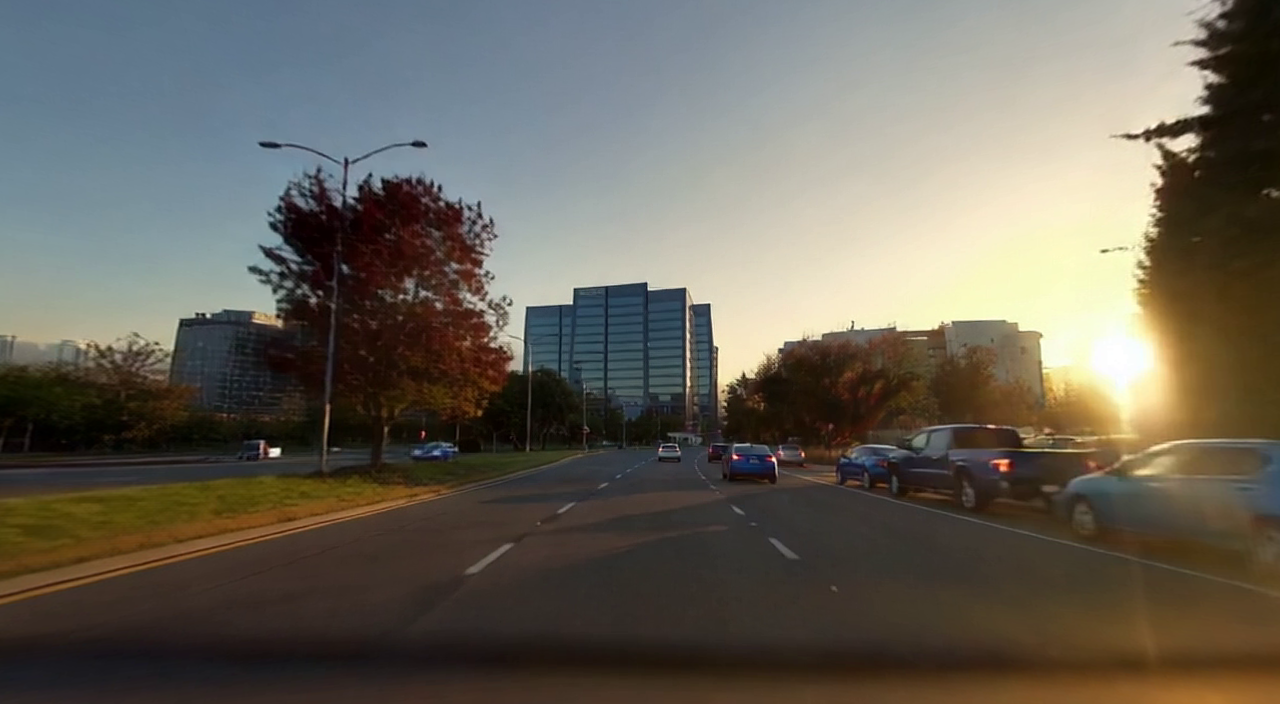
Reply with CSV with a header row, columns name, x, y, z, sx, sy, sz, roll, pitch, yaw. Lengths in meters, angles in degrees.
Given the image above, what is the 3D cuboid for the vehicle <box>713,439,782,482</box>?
name,x,y,z,sx,sy,sz,roll,pitch,yaw
vehicle,4.128,4.239,24.900,1.981,1.499,4.536,0,-8,1

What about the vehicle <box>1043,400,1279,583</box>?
name,x,y,z,sx,sy,sz,roll,pitch,yaw
vehicle,7.415,1.565,7.518,2.104,1.801,4.628,0,-8,0

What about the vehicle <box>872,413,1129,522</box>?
name,x,y,z,sx,sy,sz,roll,pitch,yaw
vehicle,7.905,2.636,15.033,2.410,1.997,6.477,0,-8,1
